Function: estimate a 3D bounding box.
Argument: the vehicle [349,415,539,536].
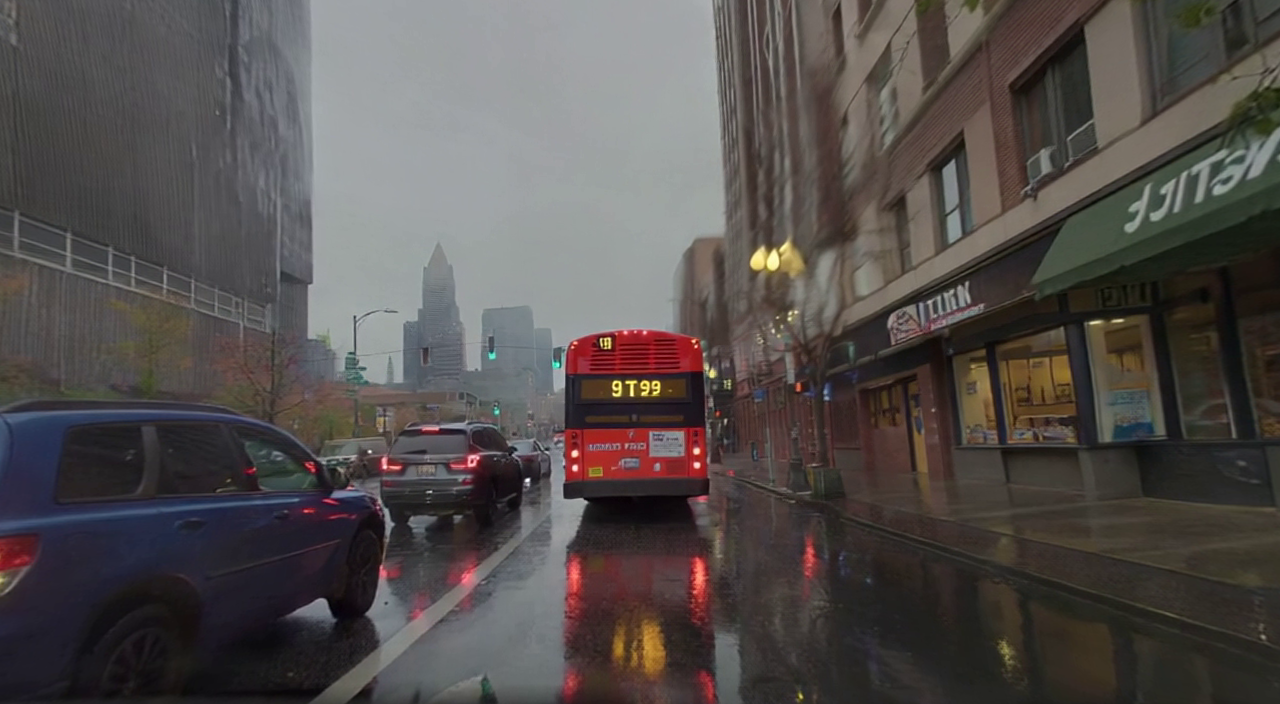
[{"bbox_3d":[-3.354,2.224,11.998,2.096,1.828,4.669,0,-8,0],"label":"vehicle"}]

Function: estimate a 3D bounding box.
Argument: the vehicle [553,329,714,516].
[{"bbox_3d":[-0.294,2.016,16.718,2.938,3.468,9.972,0,-9,-2],"label":"vehicle"}]

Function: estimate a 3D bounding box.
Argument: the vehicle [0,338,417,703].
[{"bbox_3d":[-3.213,1.092,3.970,2.020,1.725,4.384,0,-8,0],"label":"vehicle"}]

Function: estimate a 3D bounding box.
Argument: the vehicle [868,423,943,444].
[{"bbox_3d":[19.812,6.116,47.201,4.827,1.555,1.863,1,-9,-6],"label":"vehicle"}]

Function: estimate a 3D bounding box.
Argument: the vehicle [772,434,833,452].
[{"bbox_3d":[11.949,6.737,46.650,3.949,1.337,1.738,0,-9,-3],"label":"vehicle"}]
